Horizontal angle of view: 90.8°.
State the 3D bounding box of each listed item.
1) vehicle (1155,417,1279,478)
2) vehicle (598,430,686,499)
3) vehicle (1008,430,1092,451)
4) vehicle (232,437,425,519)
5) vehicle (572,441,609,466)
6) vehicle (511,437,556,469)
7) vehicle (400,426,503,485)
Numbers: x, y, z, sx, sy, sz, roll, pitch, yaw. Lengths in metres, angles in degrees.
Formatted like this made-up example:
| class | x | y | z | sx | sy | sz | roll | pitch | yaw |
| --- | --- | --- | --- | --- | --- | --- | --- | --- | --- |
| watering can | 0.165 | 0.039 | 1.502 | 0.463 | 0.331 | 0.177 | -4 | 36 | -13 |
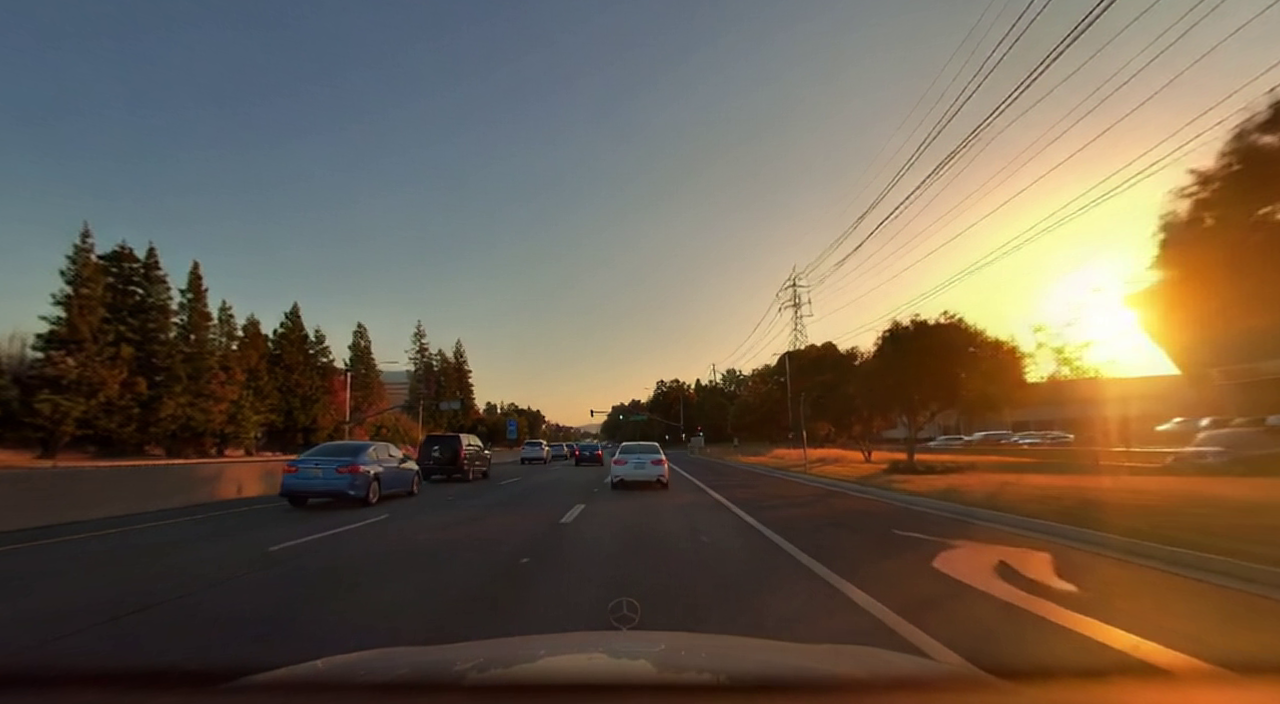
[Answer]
| class | x | y | z | sx | sy | sz | roll | pitch | yaw |
| --- | --- | --- | --- | --- | --- | --- | --- | --- | --- |
| vehicle | 17.526 | 2.634 | 17.518 | 4.659 | 1.572 | 2.019 | 0 | -8 | -1 |
| vehicle | 0.023 | 3.057 | 17.551 | 2.140 | 1.653 | 4.108 | 0 | -8 | -1 |
| vehicle | 29.728 | 6.455 | 45.923 | 4.674 | 1.485 | 1.874 | -1 | -8 | 6 |
| vehicle | -6.534 | 2.665 | 13.975 | 1.900 | 1.483 | 4.547 | 0 | -8 | 1 |
| vehicle | -3.142 | 6.513 | 40.636 | 2.055 | 1.510 | 3.961 | 0 | -8 | 0 |
| vehicle | -6.240 | 5.966 | 37.488 | 1.914 | 1.756 | 4.179 | 0 | -8 | 0 |
| vehicle | -6.696 | 3.734 | 23.146 | 2.144 | 1.905 | 4.967 | 0 | -8 | 1 |
